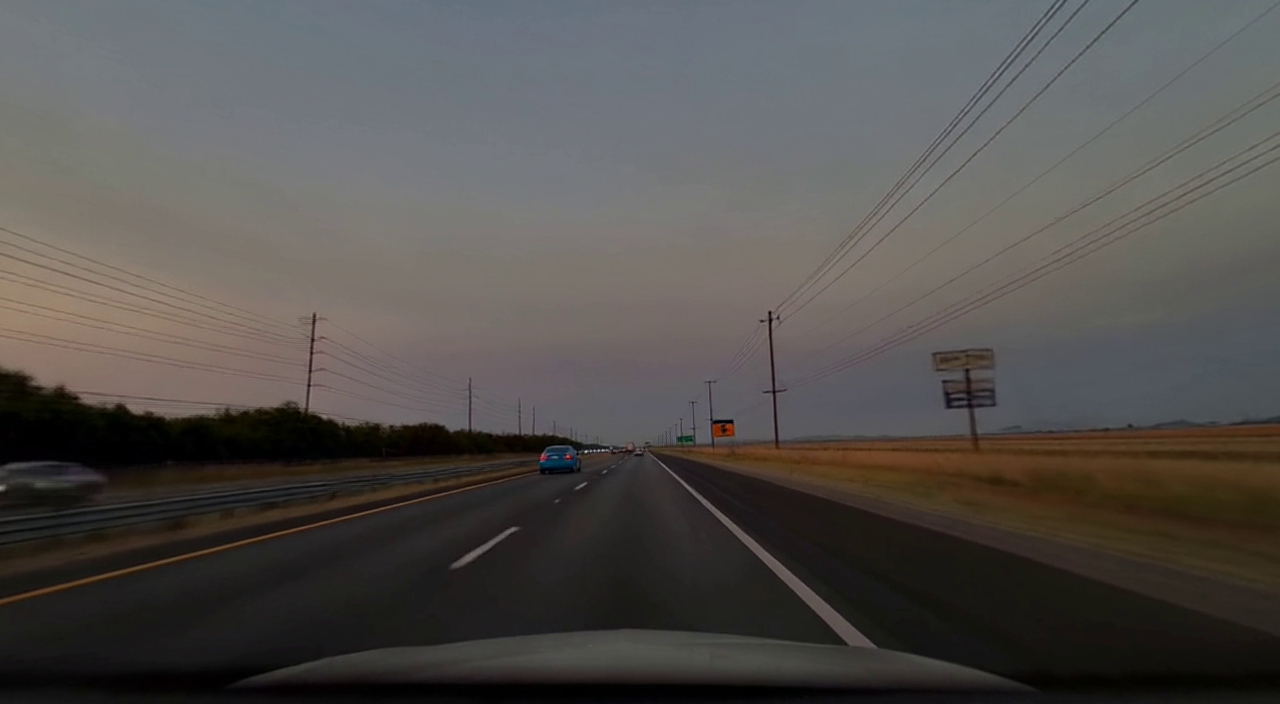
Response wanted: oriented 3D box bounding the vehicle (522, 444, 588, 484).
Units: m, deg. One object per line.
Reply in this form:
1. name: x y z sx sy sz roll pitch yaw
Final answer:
1. vehicle: -3.497 4.720 26.857 2.106 1.543 4.465 0 -9 1
